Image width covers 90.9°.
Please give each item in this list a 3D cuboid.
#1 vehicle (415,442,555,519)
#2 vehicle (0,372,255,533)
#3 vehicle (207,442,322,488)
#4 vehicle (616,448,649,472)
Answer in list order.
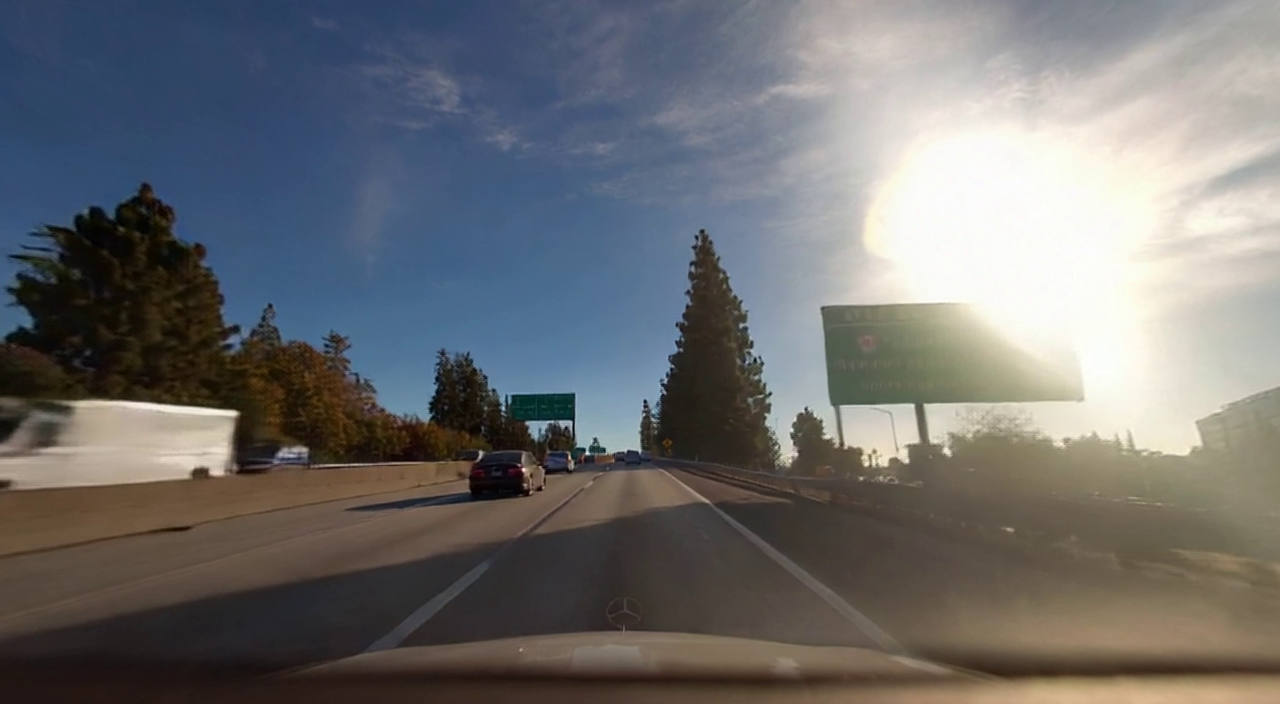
[{"bbox_3d":[-3.402,2.906,14.899,2.067,1.509,4.551,0,-8,1],"label":"vehicle"},{"bbox_3d":[-13.450,2.426,15.490,3.032,2.987,7.725,0,-8,0],"label":"vehicle"},{"bbox_3d":[-17.565,5.272,29.934,2.117,1.959,5.557,0,-8,-1],"label":"vehicle"},{"bbox_3d":[-0.489,7.173,42.030,2.100,1.471,3.956,0,-8,-1],"label":"vehicle"}]
